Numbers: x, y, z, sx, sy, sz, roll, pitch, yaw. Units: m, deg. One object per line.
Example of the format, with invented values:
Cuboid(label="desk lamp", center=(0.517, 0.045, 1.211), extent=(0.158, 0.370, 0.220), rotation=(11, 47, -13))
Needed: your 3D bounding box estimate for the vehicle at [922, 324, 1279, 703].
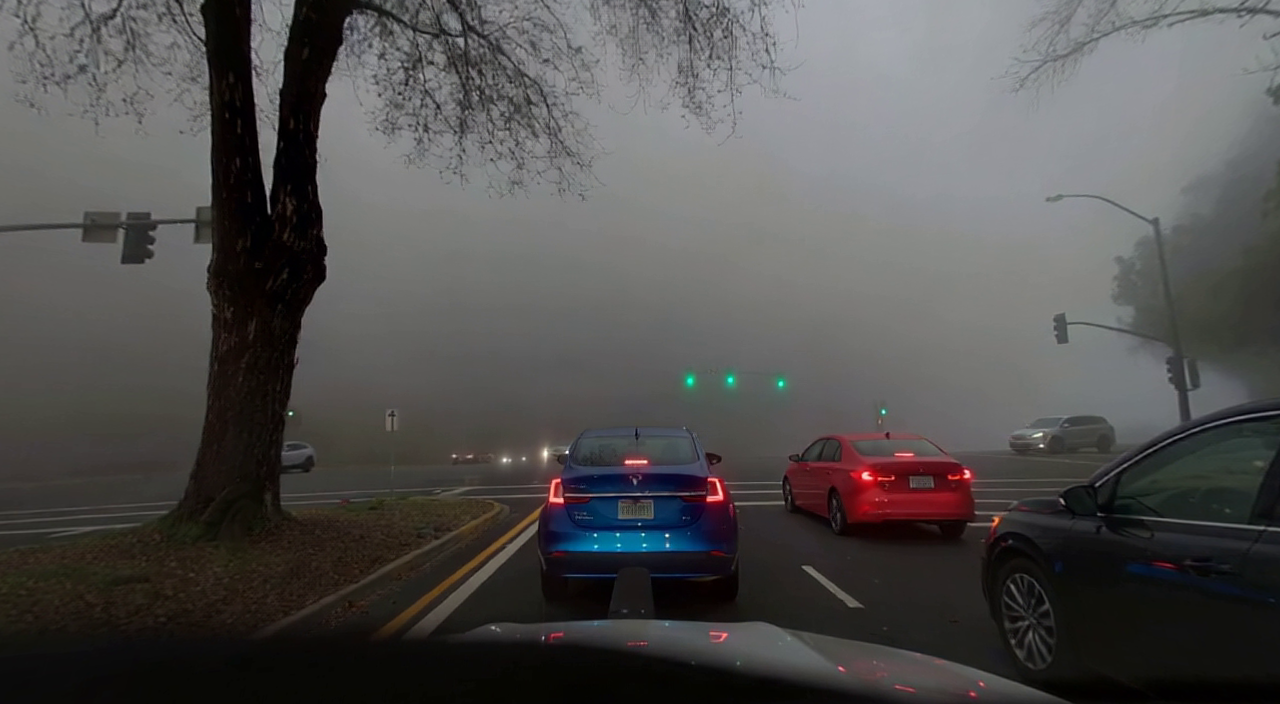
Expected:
Cuboid(label="vehicle", center=(3.720, 0.935, 3.449), extent=(2.162, 1.829, 4.519), rotation=(0, -9, -1))

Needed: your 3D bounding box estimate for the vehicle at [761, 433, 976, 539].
Cuboid(label="vehicle", center=(3.687, 2.261, 11.314), extent=(2.054, 1.482, 4.654), rotation=(0, -9, -1))

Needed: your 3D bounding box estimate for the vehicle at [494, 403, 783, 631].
Cuboid(label="vehicle", center=(-0.027, 1.479, 6.521), extent=(2.074, 1.631, 3.793), rotation=(0, -9, -1))
